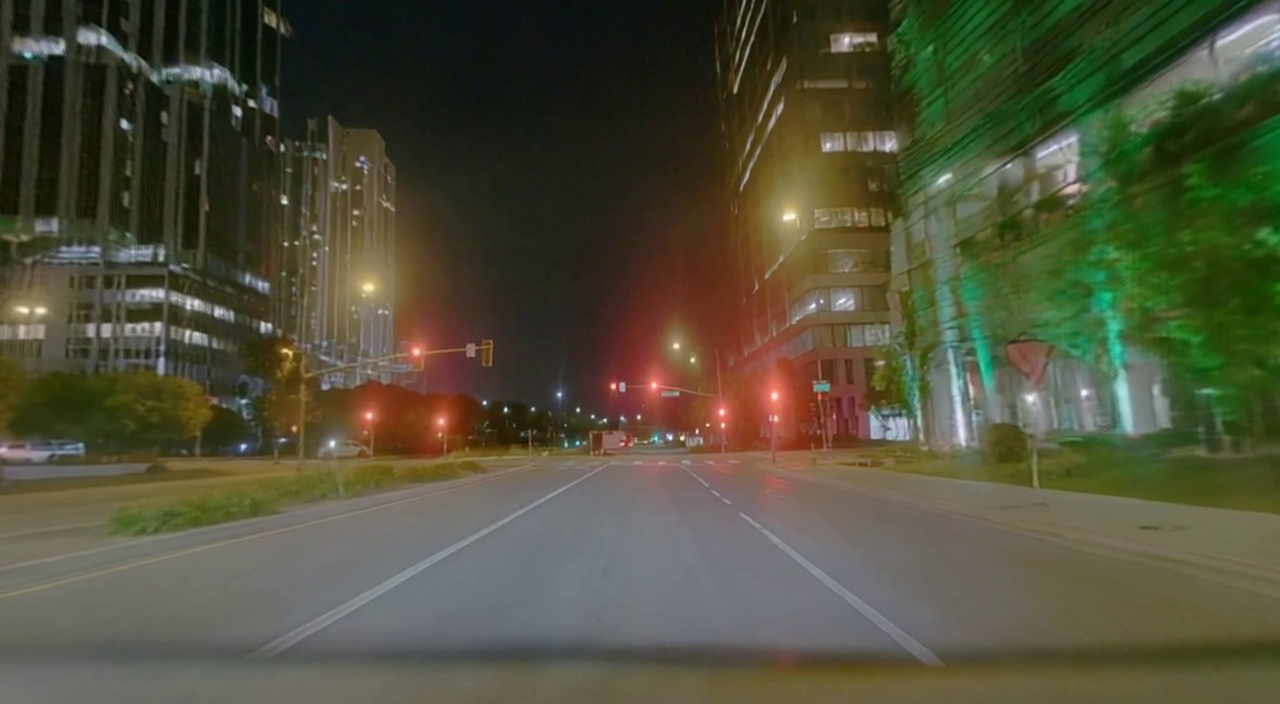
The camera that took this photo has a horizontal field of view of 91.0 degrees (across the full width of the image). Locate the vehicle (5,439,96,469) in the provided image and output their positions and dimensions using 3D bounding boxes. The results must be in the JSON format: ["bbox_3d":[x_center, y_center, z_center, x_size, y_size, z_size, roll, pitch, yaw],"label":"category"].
[{"bbox_3d":[-37.297,6.417,39.975,1.873,1.657,4.087,-3,-7,-1],"label":"vehicle"}]

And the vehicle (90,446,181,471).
[{"bbox_3d":[-31.975,6.735,40.077,1.852,1.485,4.683,0,-9,1],"label":"vehicle"}]
